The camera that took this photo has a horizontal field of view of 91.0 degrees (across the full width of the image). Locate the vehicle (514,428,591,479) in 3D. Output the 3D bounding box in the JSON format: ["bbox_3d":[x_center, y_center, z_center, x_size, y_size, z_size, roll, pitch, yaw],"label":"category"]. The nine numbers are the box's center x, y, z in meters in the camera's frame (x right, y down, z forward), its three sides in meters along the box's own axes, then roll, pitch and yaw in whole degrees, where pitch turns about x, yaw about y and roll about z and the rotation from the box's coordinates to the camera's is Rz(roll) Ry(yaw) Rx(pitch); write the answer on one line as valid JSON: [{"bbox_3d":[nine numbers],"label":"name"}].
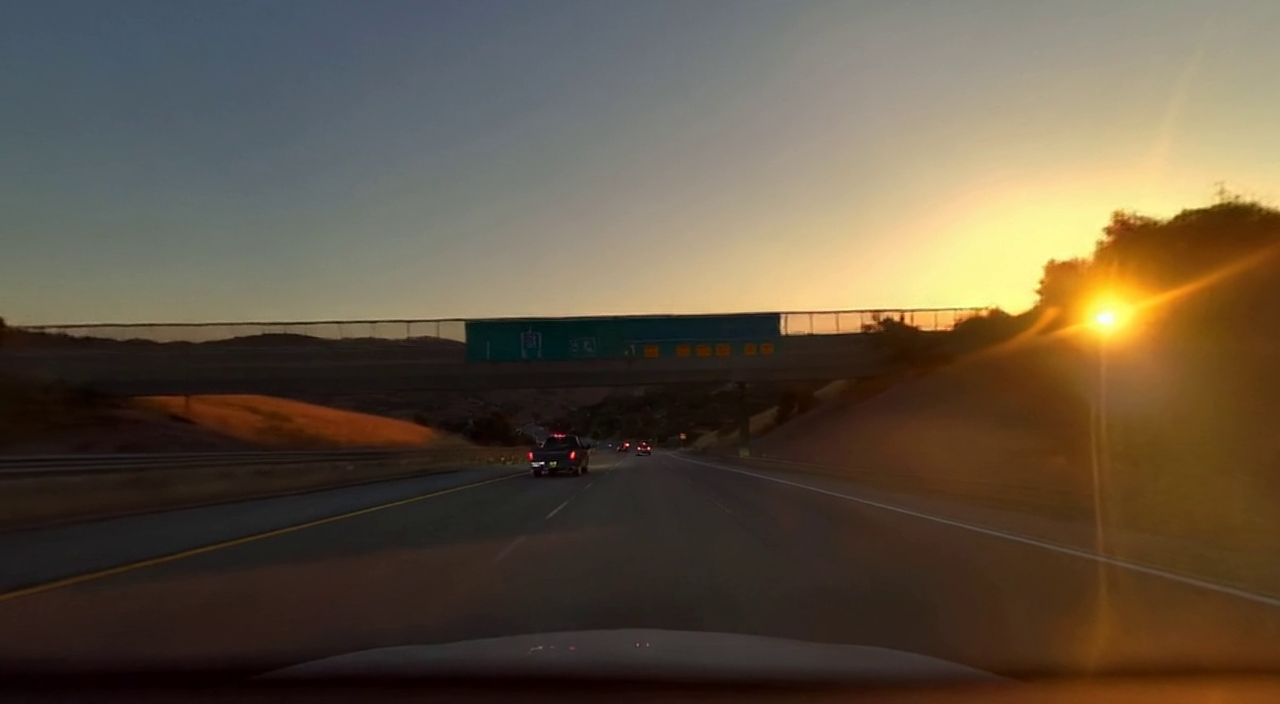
[{"bbox_3d":[-3.533,4.249,26.625,2.379,1.918,5.504,0,-8,1],"label":"vehicle"}]
